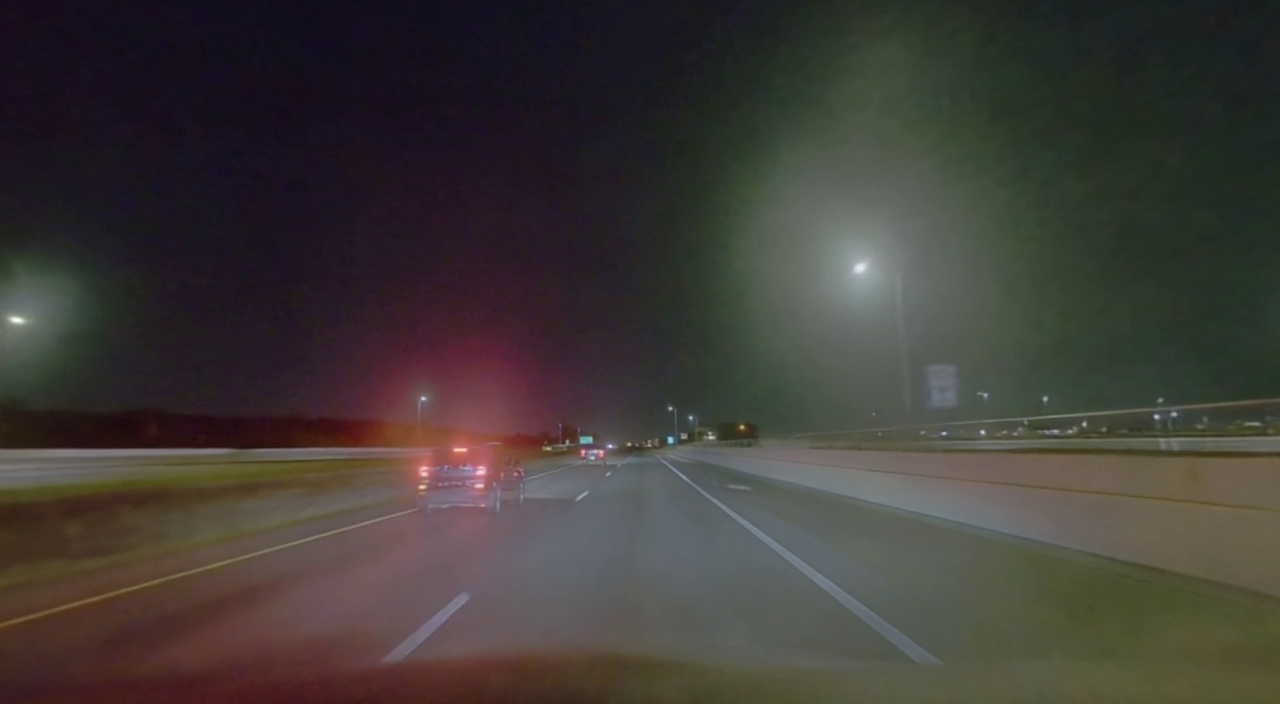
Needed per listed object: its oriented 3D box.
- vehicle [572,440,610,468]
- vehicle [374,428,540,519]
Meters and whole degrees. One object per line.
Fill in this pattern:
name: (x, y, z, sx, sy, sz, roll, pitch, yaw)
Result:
vehicle: (-3.170, 6.709, 41.492, 2.133, 1.683, 4.340, 0, -9, 0)
vehicle: (-3.570, 2.469, 13.260, 2.195, 1.573, 4.176, 0, -9, 0)
